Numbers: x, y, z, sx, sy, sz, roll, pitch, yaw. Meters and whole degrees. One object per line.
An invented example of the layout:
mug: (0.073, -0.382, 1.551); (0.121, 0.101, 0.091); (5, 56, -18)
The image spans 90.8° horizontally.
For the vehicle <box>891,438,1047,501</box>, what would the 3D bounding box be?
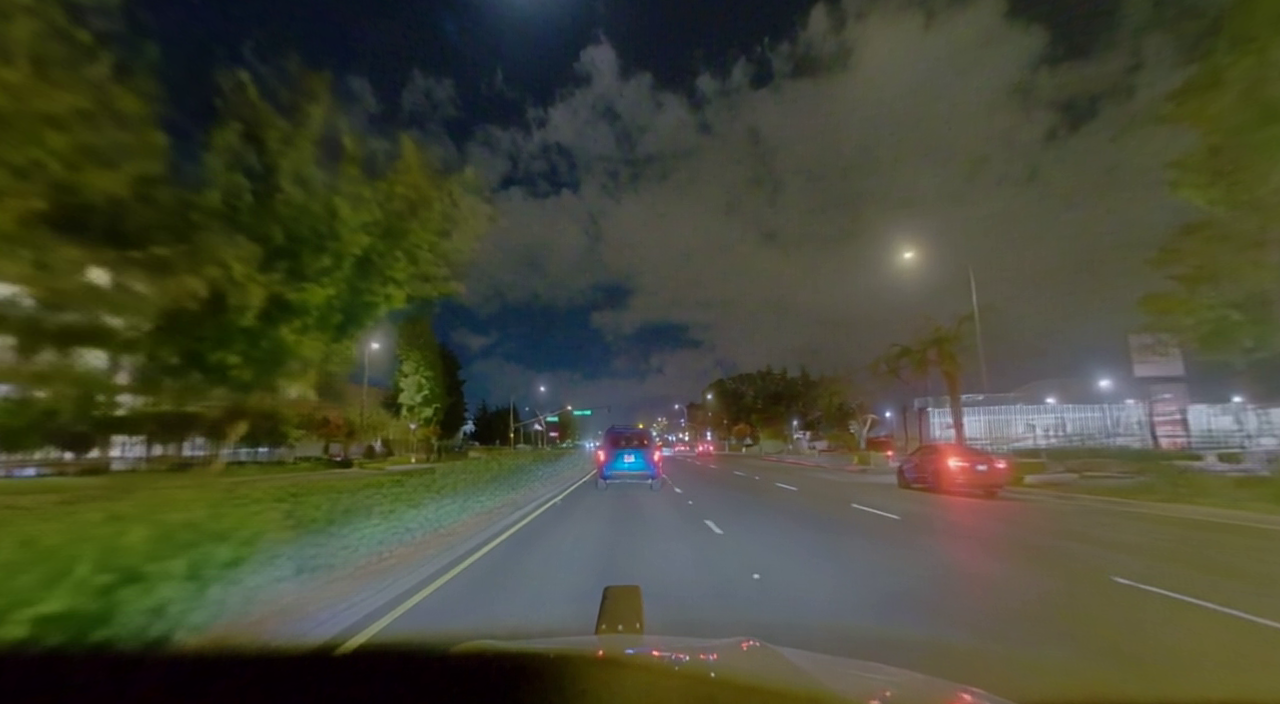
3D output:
vehicle: (8.642, 3.109, 17.193); (2.002, 1.456, 4.631); (-1, -9, 4)

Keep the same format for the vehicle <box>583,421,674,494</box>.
vehicle: (-0.314, 2.943, 17.885); (2.277, 1.816, 4.192); (0, -9, -1)
